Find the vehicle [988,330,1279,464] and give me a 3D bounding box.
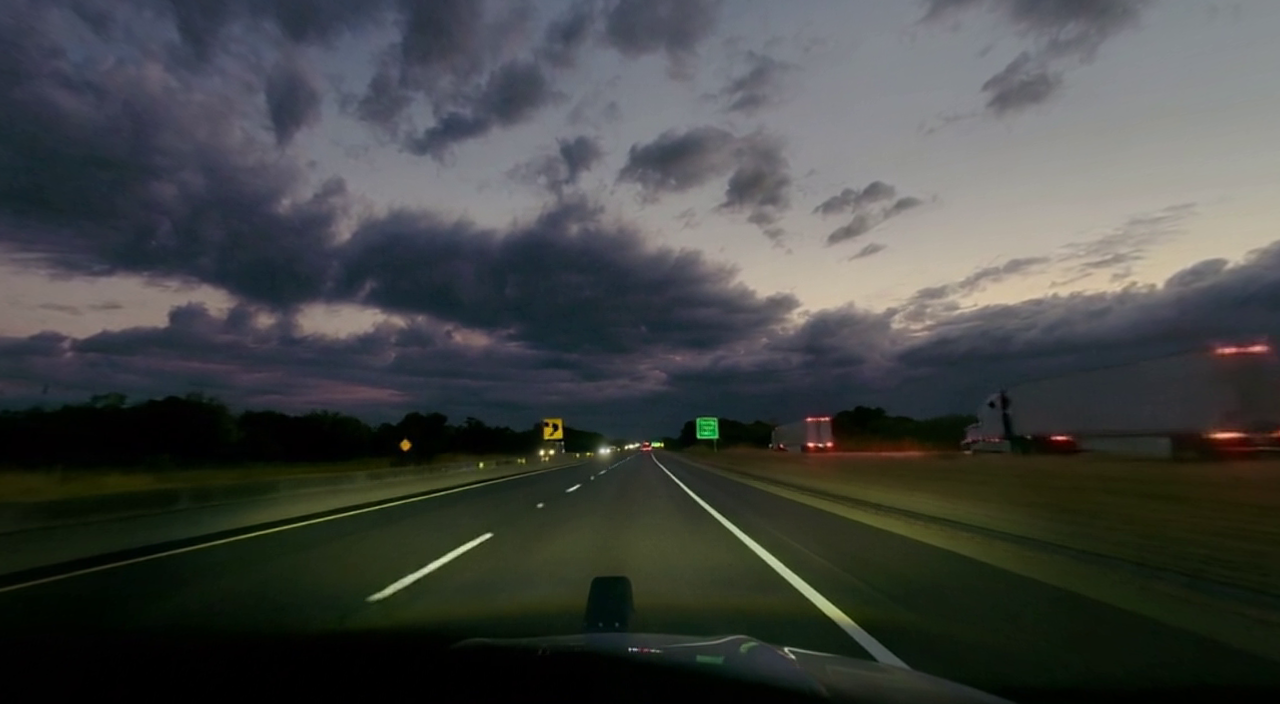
[{"bbox_3d":[20.535,2.605,26.718,2.861,4.047,15.002,-3,-10,0],"label":"vehicle"}]
